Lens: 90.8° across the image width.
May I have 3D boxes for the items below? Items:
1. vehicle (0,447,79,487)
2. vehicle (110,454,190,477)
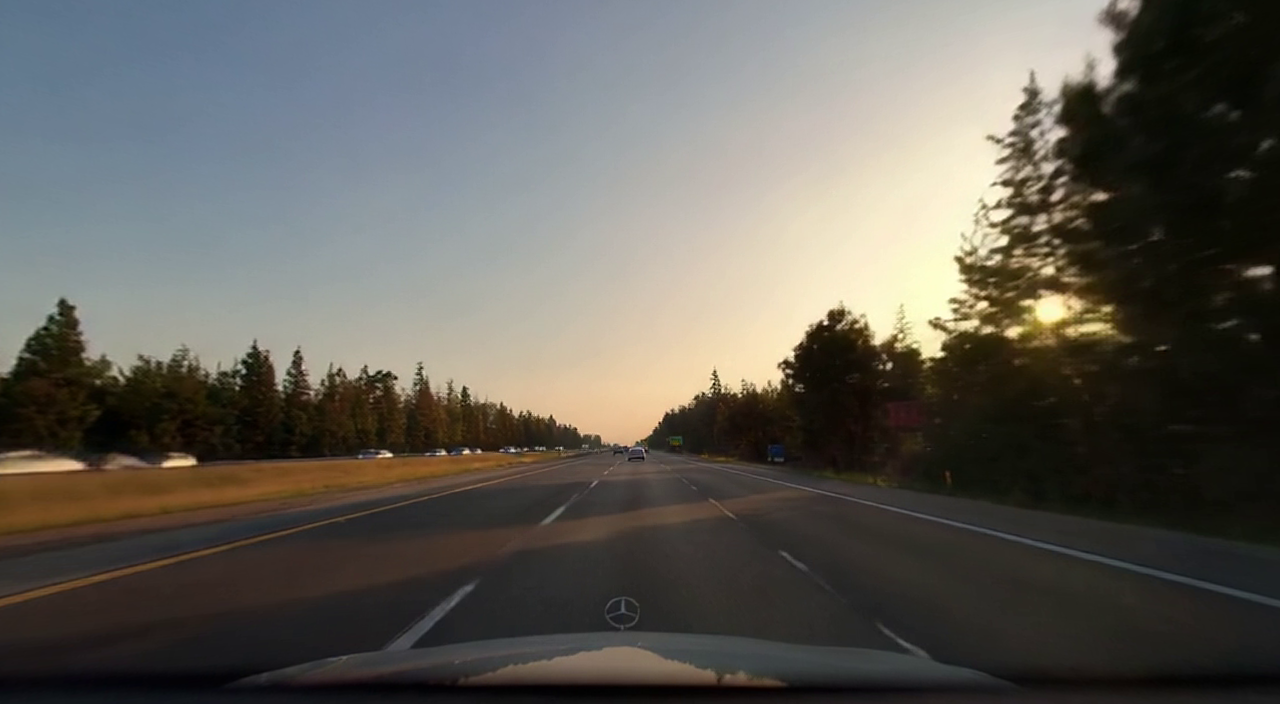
[{"bbox_3d":[-28.292,5.102,28.210,1.943,1.700,4.869,0,-9,0],"label":"vehicle"},{"bbox_3d":[-32.106,7.423,41.535,1.733,1.416,4.414,0,-9,0],"label":"vehicle"}]
